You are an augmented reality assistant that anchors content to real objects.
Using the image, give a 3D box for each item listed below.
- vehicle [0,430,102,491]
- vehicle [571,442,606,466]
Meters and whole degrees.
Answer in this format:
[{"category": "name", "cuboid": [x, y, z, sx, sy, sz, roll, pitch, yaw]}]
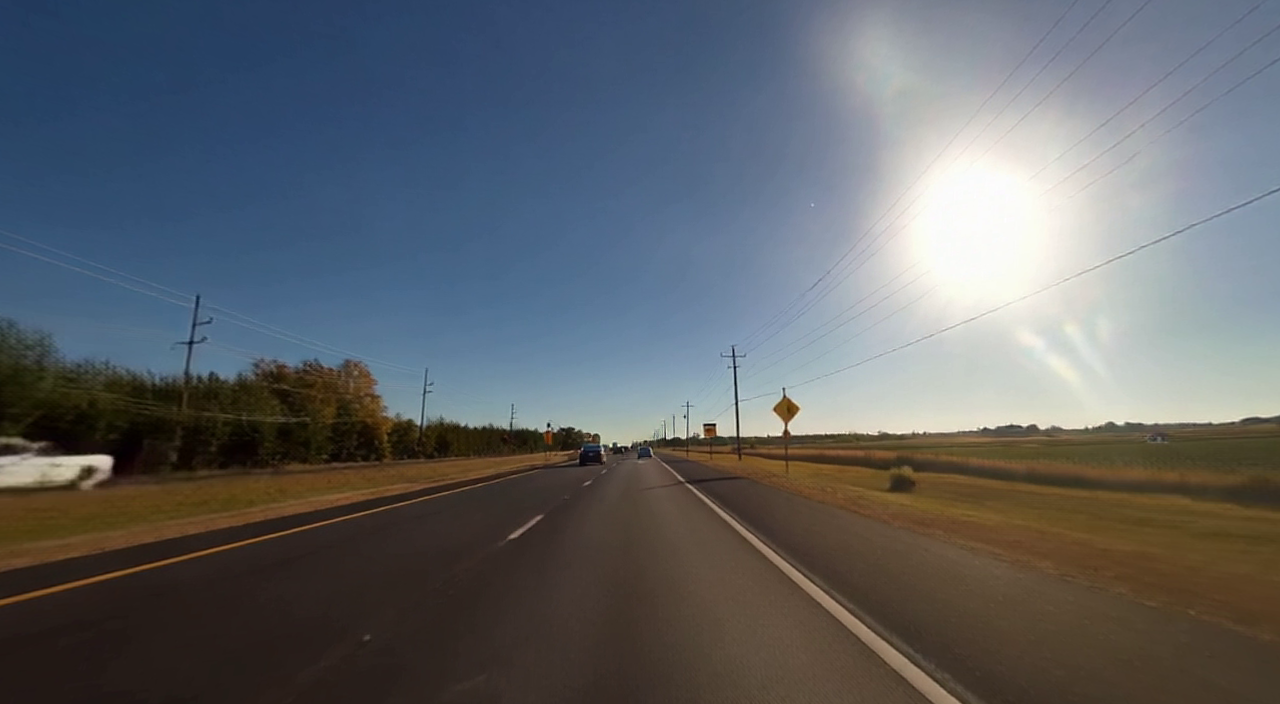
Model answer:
[{"category": "vehicle", "cuboid": [-21.381, 3.507, 20.341, 2.445, 1.917, 6.250, 0, -9, 0]}, {"category": "vehicle", "cuboid": [-3.572, 7.259, 44.807, 2.120, 1.597, 4.810, 0, -9, 0]}]
